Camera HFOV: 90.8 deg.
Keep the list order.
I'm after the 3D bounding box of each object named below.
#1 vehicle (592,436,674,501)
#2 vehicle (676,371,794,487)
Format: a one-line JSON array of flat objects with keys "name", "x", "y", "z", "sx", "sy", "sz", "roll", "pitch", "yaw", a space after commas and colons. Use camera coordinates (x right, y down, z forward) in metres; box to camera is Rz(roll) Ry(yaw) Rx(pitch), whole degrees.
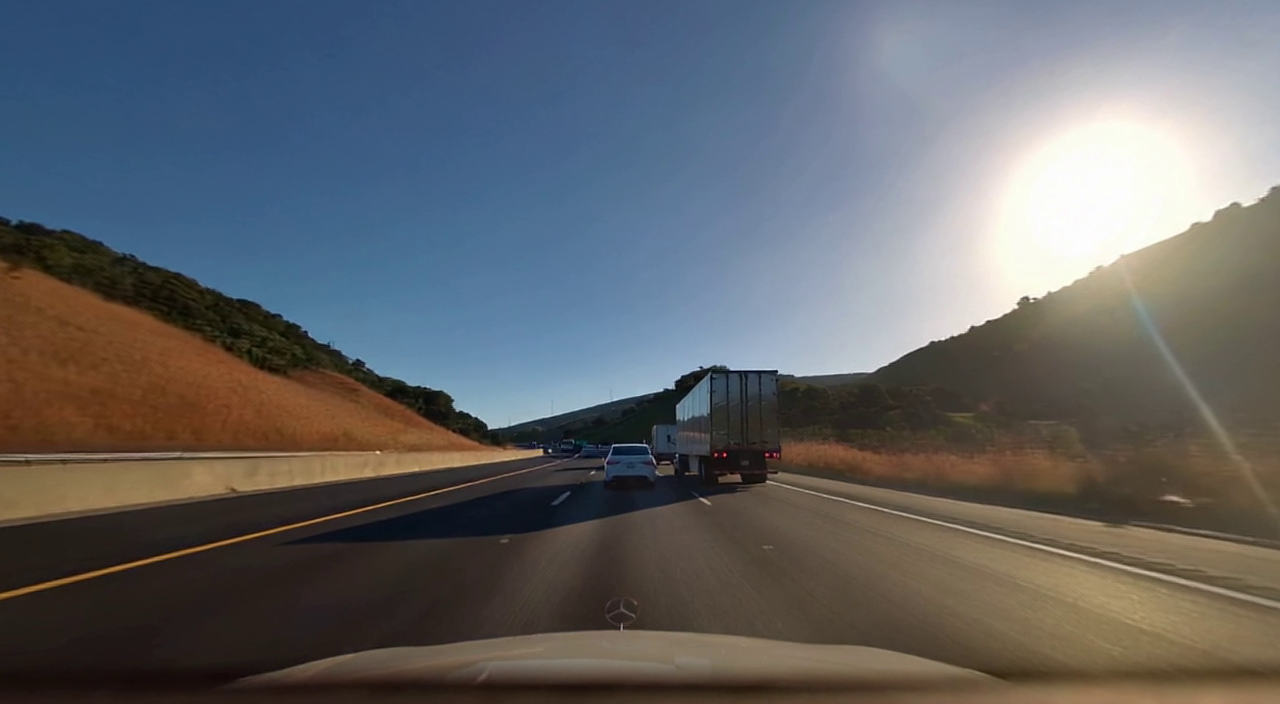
[{"name": "vehicle", "x": -0.223, "y": 3.306, "z": 18.242, "sx": 2.109, "sy": 1.639, "sz": 3.768, "roll": 0, "pitch": -9, "yaw": -1}, {"name": "vehicle", "x": 3.718, "y": 3.762, "z": 29.134, "sx": 2.812, "sy": 4.024, "sz": 14.098, "roll": 0, "pitch": -9, "yaw": -2}]
